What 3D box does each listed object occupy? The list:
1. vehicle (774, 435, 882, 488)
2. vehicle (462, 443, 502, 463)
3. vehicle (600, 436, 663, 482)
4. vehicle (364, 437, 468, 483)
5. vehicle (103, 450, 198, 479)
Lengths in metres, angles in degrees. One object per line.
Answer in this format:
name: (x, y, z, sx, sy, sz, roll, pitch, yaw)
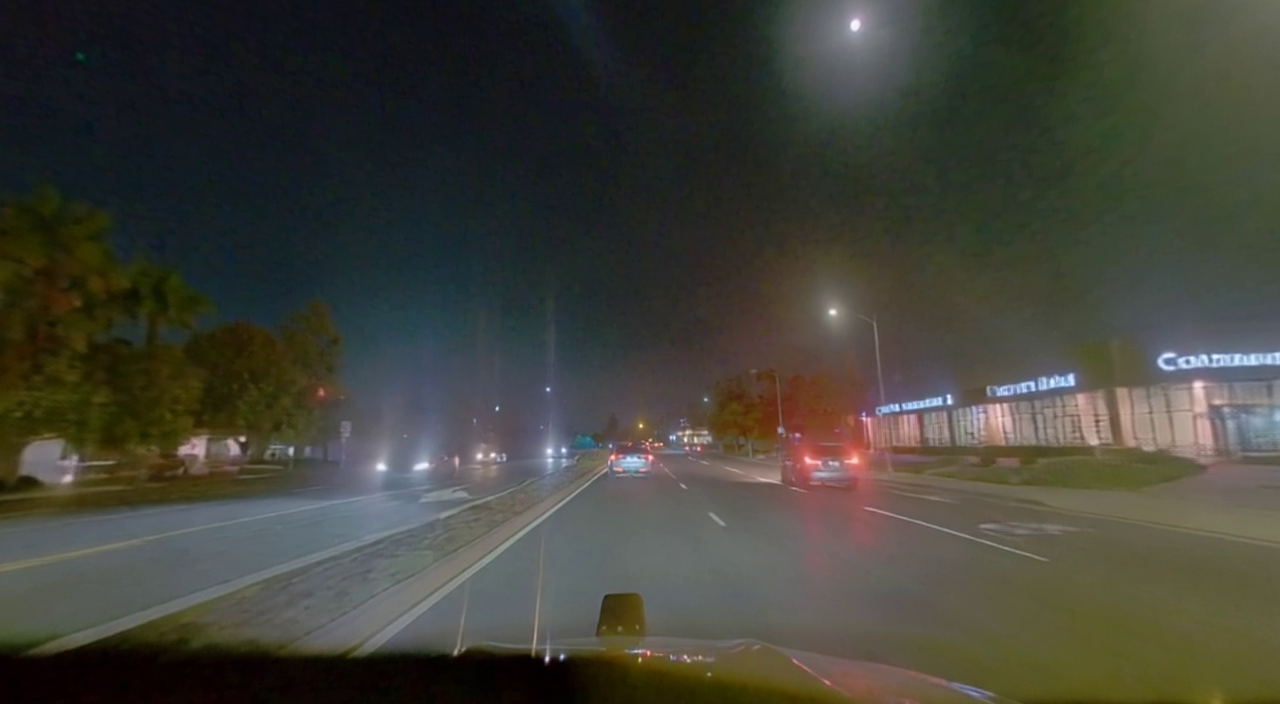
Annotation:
vehicle: (6.357, 3.772, 22.027, 2.244, 1.618, 4.585, 0, -9, -2)
vehicle: (-11.920, 7.638, 47.812, 1.833, 1.464, 4.463, 0, -9, 0)
vehicle: (-0.316, 3.884, 23.135, 2.106, 1.496, 3.964, 0, -9, -1)
vehicle: (-8.311, 4.062, 24.070, 2.049, 1.543, 5.131, 0, -9, 0)
vehicle: (-31.944, 7.303, 41.292, 4.619, 1.748, 2.040, 8, -11, -41)
